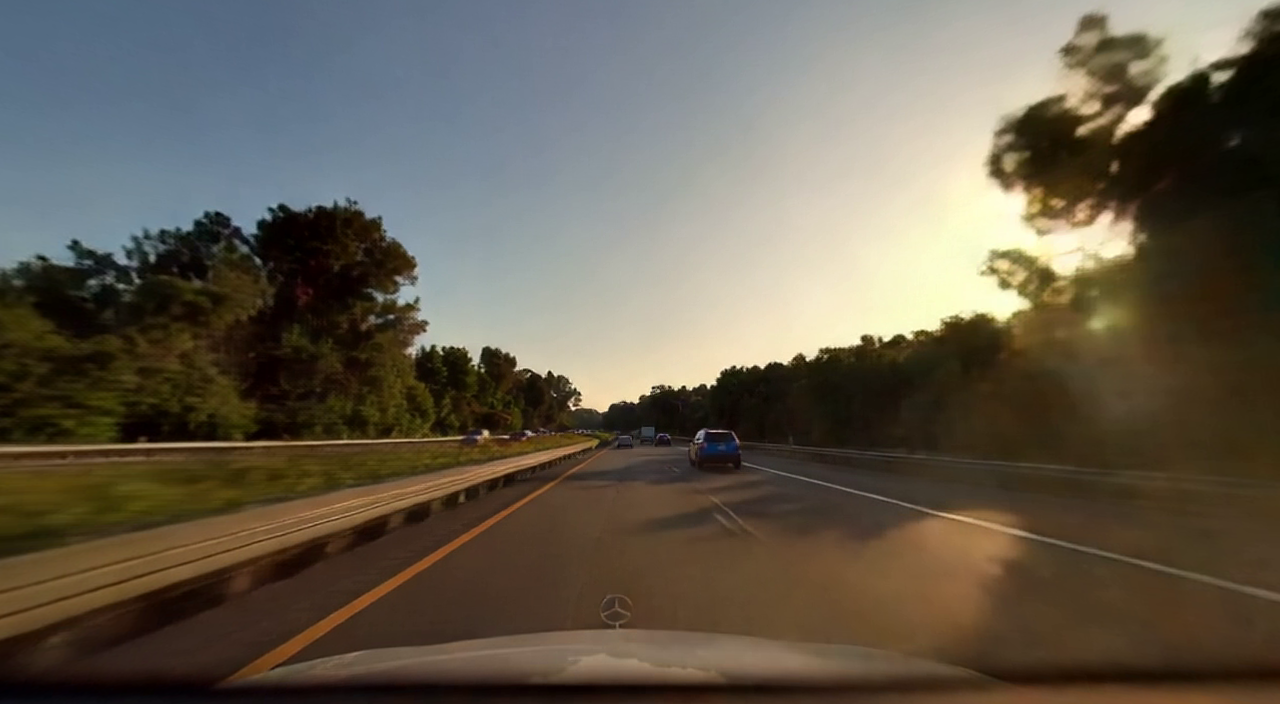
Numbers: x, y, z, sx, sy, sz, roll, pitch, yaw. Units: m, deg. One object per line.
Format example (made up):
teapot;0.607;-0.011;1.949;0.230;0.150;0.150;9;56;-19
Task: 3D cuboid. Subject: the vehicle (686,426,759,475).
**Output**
vehicle;3.047;3.765;24.349;2.085;1.681;4.436;1;-8;-2
